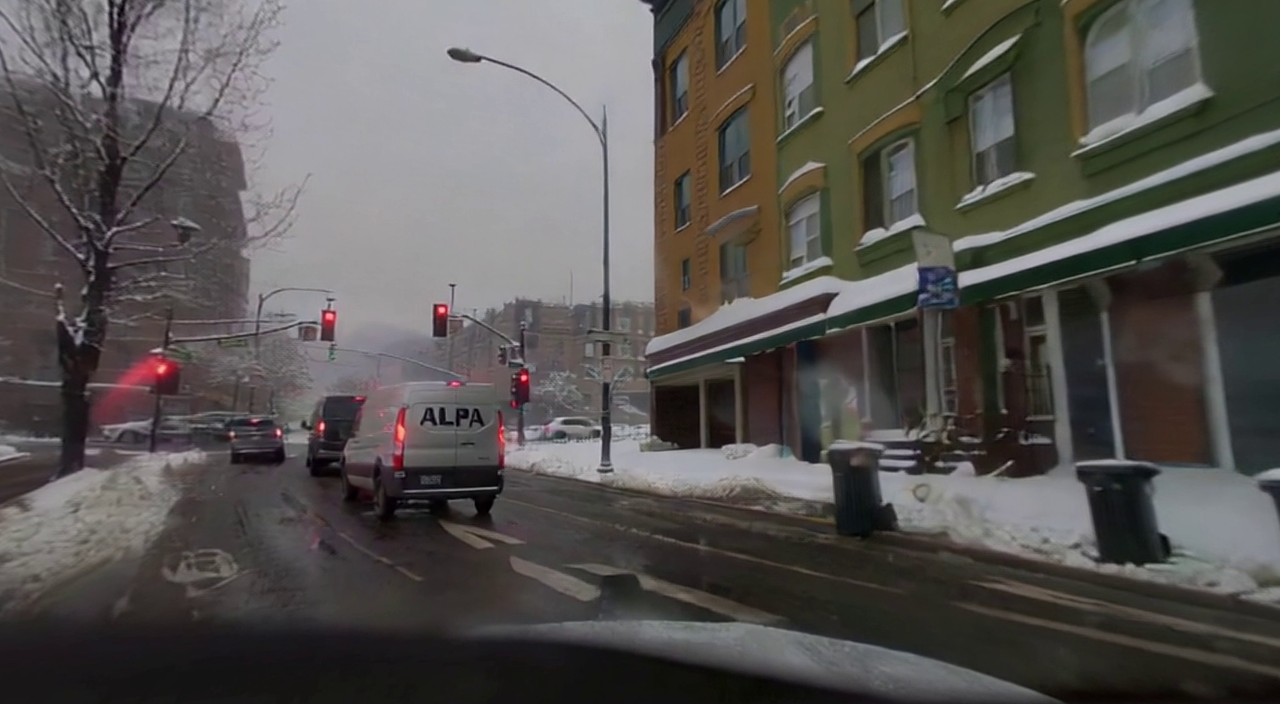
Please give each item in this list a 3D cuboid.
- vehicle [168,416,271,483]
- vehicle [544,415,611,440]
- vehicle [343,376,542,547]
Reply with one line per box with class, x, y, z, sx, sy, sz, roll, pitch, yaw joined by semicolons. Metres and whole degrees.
vehicle;-10.535;2.436;16.017;1.841;1.461;3.426;5;-9;-30
vehicle;-4.055;5.000;41.378;4.020;1.572;1.718;5;-9;-34
vehicle;-3.162;1.538;9.458;1.951;1.907;4.266;4;-9;-29
